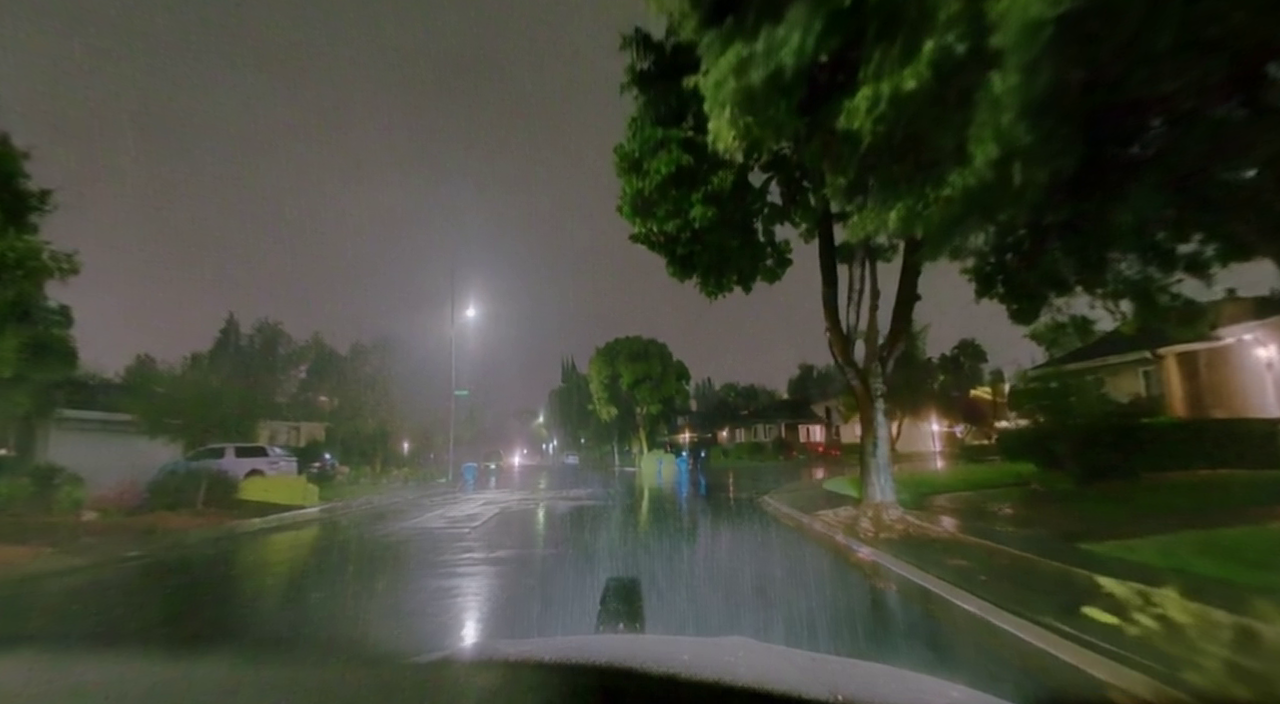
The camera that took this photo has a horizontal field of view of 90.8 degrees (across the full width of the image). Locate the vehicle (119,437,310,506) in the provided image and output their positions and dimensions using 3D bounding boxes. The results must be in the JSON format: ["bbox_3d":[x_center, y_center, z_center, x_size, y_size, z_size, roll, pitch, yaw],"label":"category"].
[{"bbox_3d":[-14.756,4.186,22.302,5.045,1.835,2.315,-3,-10,-12],"label":"vehicle"}]
